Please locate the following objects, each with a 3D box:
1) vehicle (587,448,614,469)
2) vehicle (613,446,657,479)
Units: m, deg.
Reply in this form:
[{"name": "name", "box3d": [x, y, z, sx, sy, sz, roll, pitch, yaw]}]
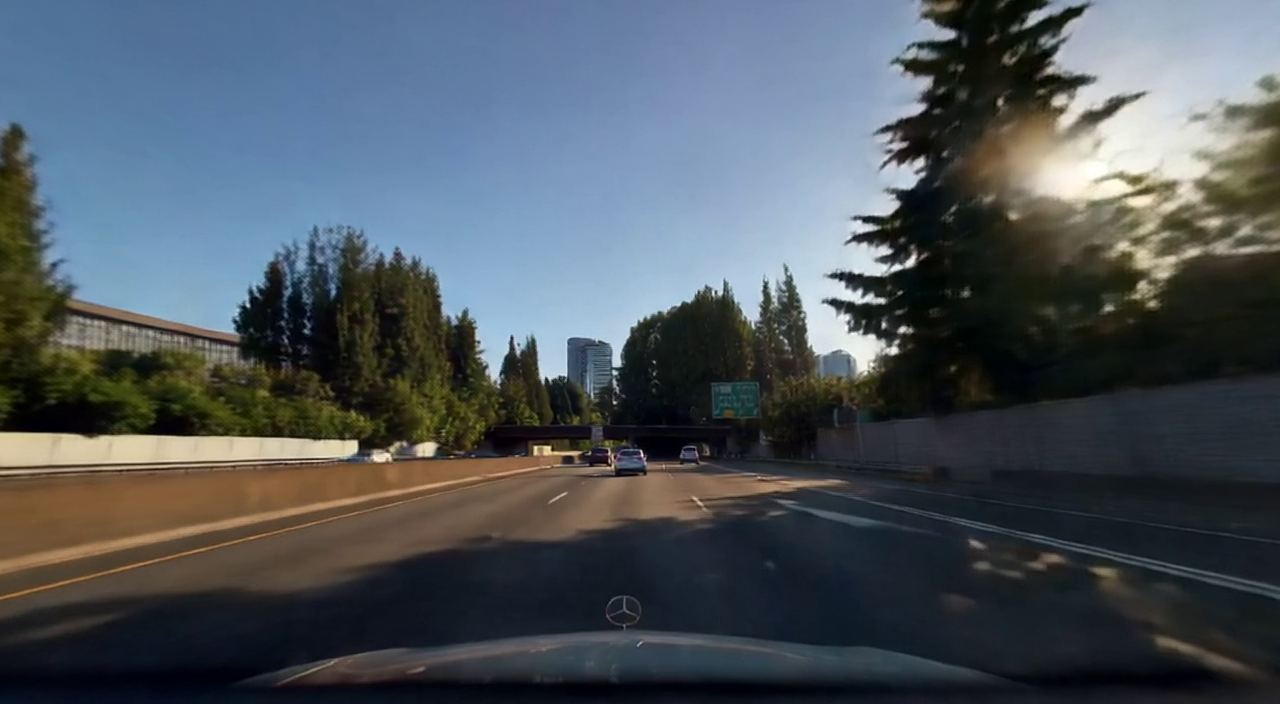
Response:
[{"name": "vehicle", "box3d": [-3.078, 8.430, 49.991, 1.874, 1.555, 3.487, 0, -9, 1]}, {"name": "vehicle", "box3d": [-0.208, 5.527, 31.671, 2.035, 1.513, 4.272, 0, -9, 1]}]
